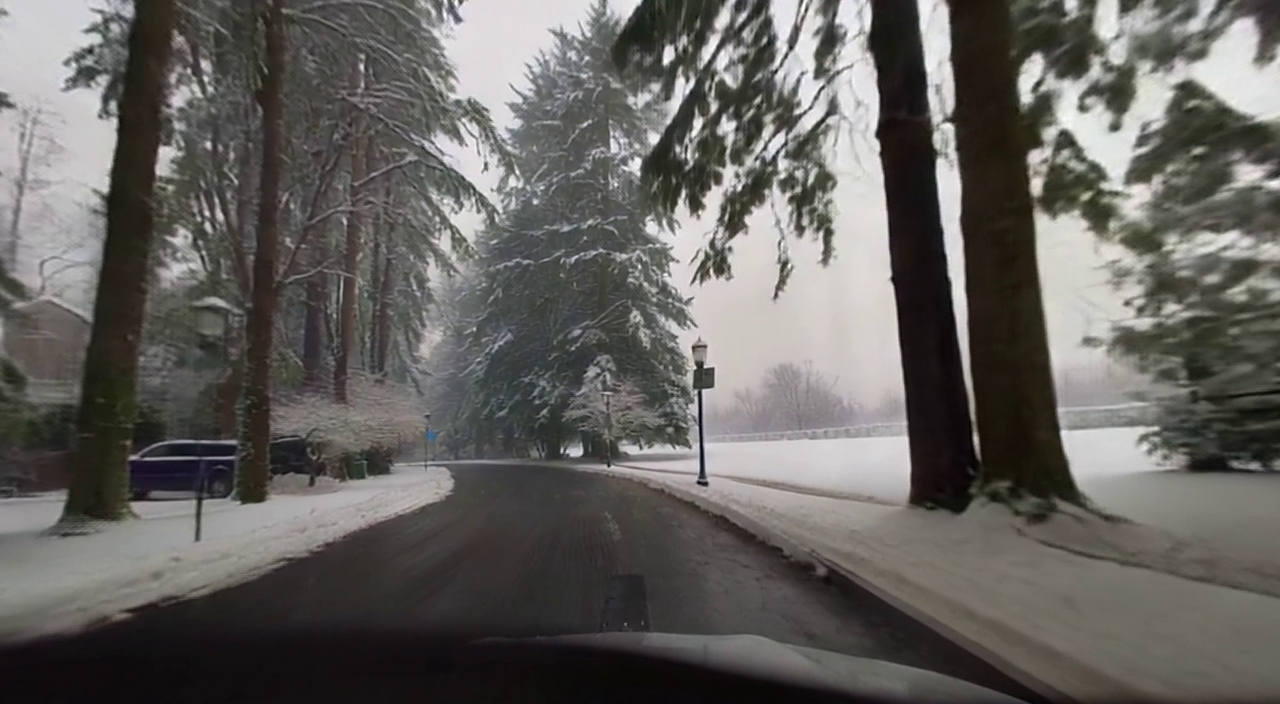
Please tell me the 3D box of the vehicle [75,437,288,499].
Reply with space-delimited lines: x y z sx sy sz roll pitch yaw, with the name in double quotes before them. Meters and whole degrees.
"vehicle" -12.840 3.259 17.927 4.471 1.638 1.877 1 -8 -4
